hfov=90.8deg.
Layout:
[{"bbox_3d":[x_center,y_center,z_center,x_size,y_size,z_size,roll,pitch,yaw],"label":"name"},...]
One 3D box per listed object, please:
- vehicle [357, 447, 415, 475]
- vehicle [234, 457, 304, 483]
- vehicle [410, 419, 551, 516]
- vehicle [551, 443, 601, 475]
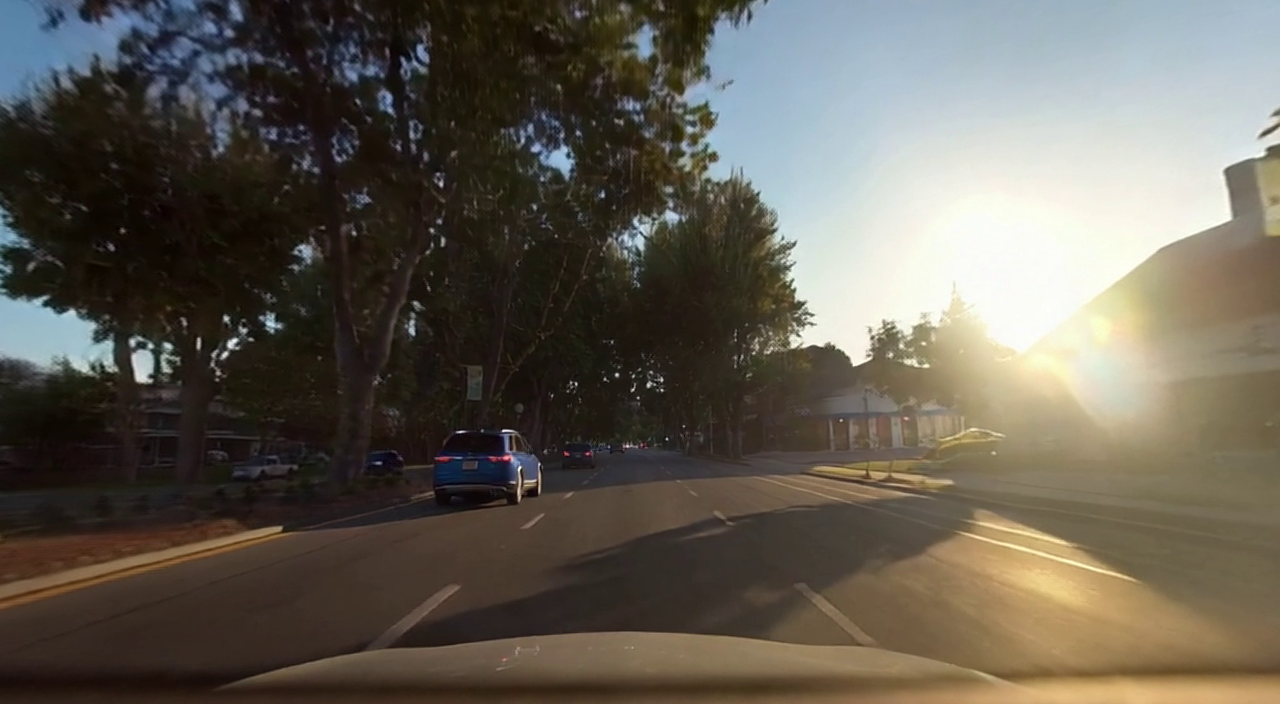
[{"bbox_3d":[-16.505,7.071,41.349,1.963,1.712,4.436,0,-8,0],"label":"vehicle"},{"bbox_3d":[-22.993,7.312,39.351,1.906,1.494,3.966,0,-9,0],"label":"vehicle"},{"bbox_3d":[-3.325,2.504,14.158,2.042,1.817,4.364,0,-8,-1],"label":"vehicle"},{"bbox_3d":[-3.118,5.336,31.700,2.069,1.470,4.601,0,-8,0],"label":"vehicle"}]
